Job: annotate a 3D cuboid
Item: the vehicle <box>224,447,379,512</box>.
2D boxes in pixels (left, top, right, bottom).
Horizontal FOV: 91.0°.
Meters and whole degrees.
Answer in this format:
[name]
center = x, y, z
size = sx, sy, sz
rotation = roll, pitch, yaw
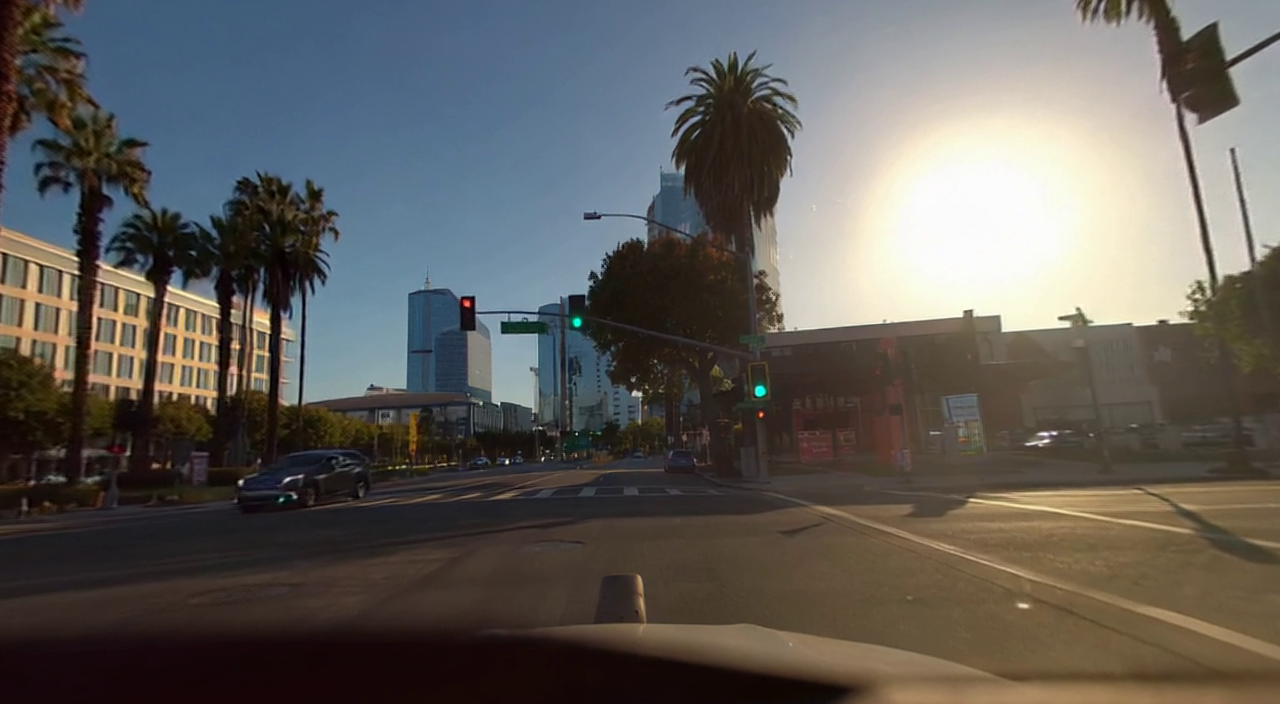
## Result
[vehicle]
center = -10.727, 4.017, 20.504
size = 2.270, 1.833, 4.860
rotation = 0, -9, 1
